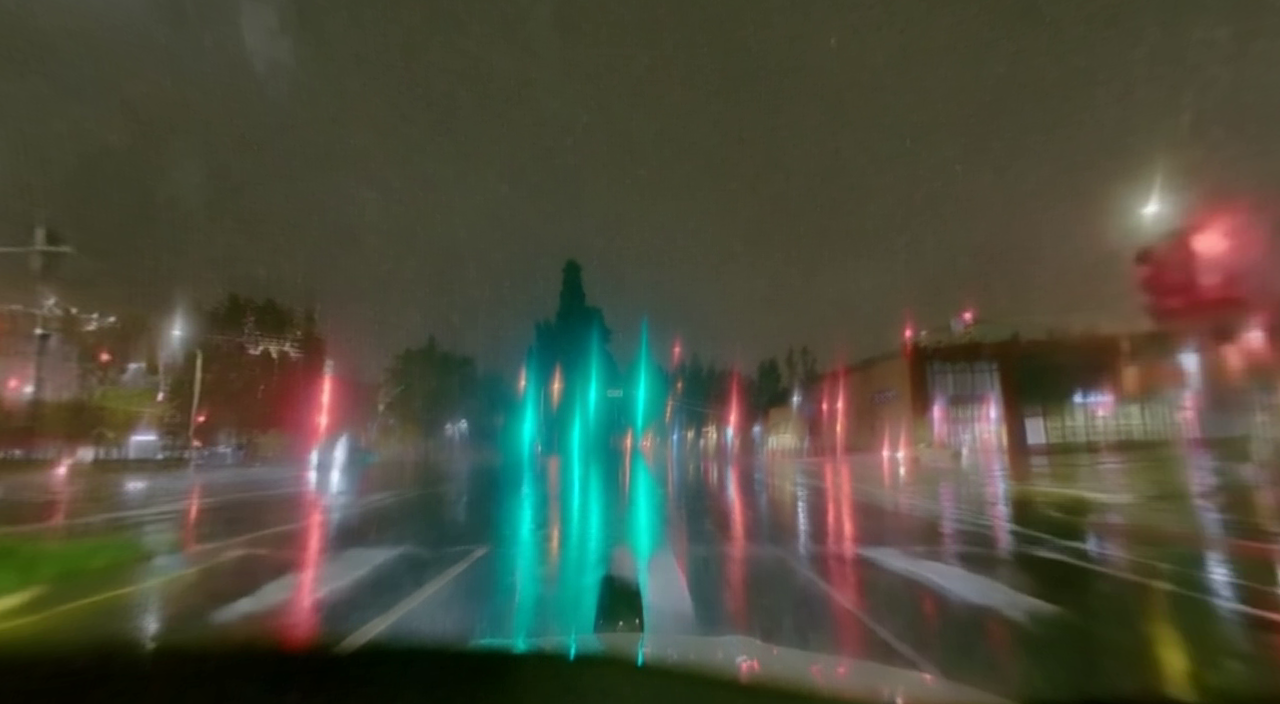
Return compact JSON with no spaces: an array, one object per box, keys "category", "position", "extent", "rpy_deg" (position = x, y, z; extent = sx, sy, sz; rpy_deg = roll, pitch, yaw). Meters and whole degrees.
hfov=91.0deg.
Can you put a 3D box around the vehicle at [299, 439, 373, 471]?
[{"category":"vehicle","position":[-19.097,6.479,39.862],"extent":[2.010,1.833,5.365],"rpy_deg":[-1,-8,0]}]

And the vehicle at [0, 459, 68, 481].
[{"category":"vehicle","position":[-42.787,8.166,43.563],"extent":[4.447,1.431,1.844],"rpy_deg":[0,-8,-1]}]

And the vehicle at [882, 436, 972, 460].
[{"category":"vehicle","position":[17.687,5.928,38.935],"extent":[4.583,1.426,1.892],"rpy_deg":[0,-8,-2]}]
